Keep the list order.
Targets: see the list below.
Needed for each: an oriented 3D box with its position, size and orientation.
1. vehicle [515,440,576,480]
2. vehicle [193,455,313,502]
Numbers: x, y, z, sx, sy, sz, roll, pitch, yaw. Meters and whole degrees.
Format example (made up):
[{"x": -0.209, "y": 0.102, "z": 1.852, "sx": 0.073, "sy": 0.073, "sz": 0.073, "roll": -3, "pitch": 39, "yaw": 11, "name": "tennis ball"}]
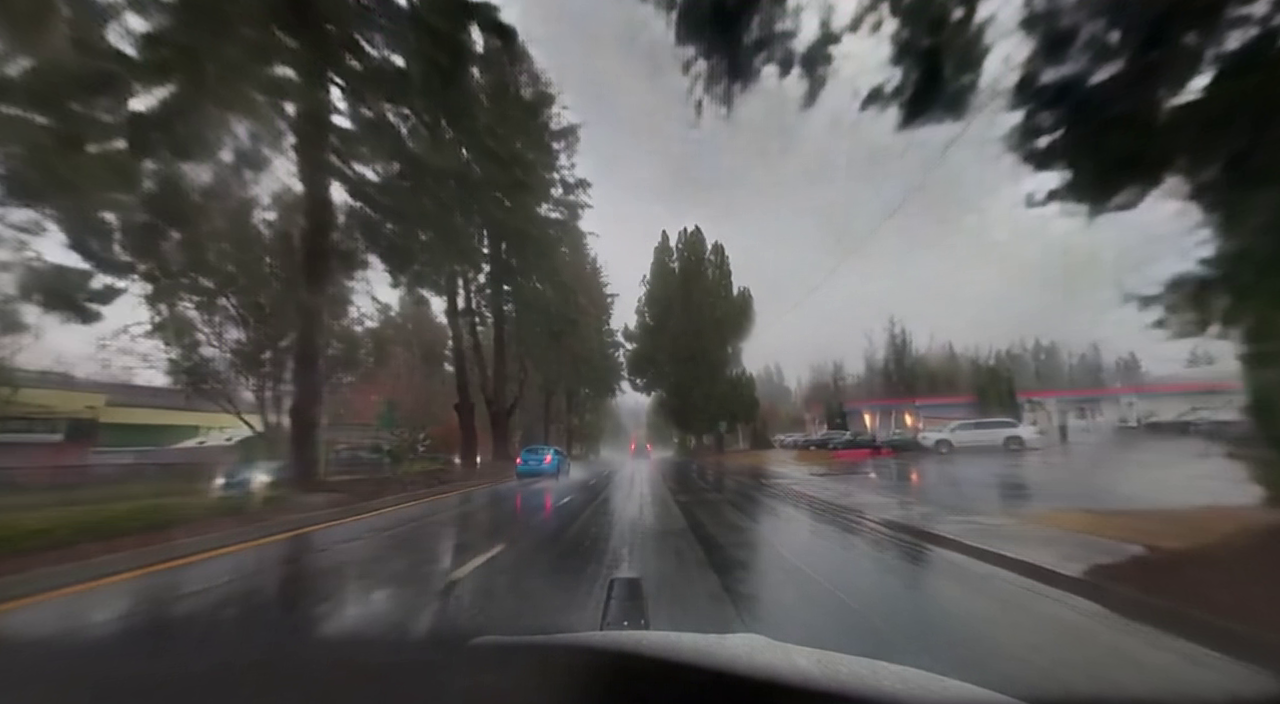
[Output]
[{"x": -4.087, "y": 4.732, "z": 27.871, "sx": 1.914, "sy": 1.630, "sz": 4.351, "roll": 0, "pitch": -9, "yaw": 1, "name": "vehicle"}, {"x": -15.260, "y": 4.961, "z": 25.206, "sx": 1.752, "sy": 1.590, "sz": 4.745, "roll": 0, "pitch": -9, "yaw": 0, "name": "vehicle"}]
